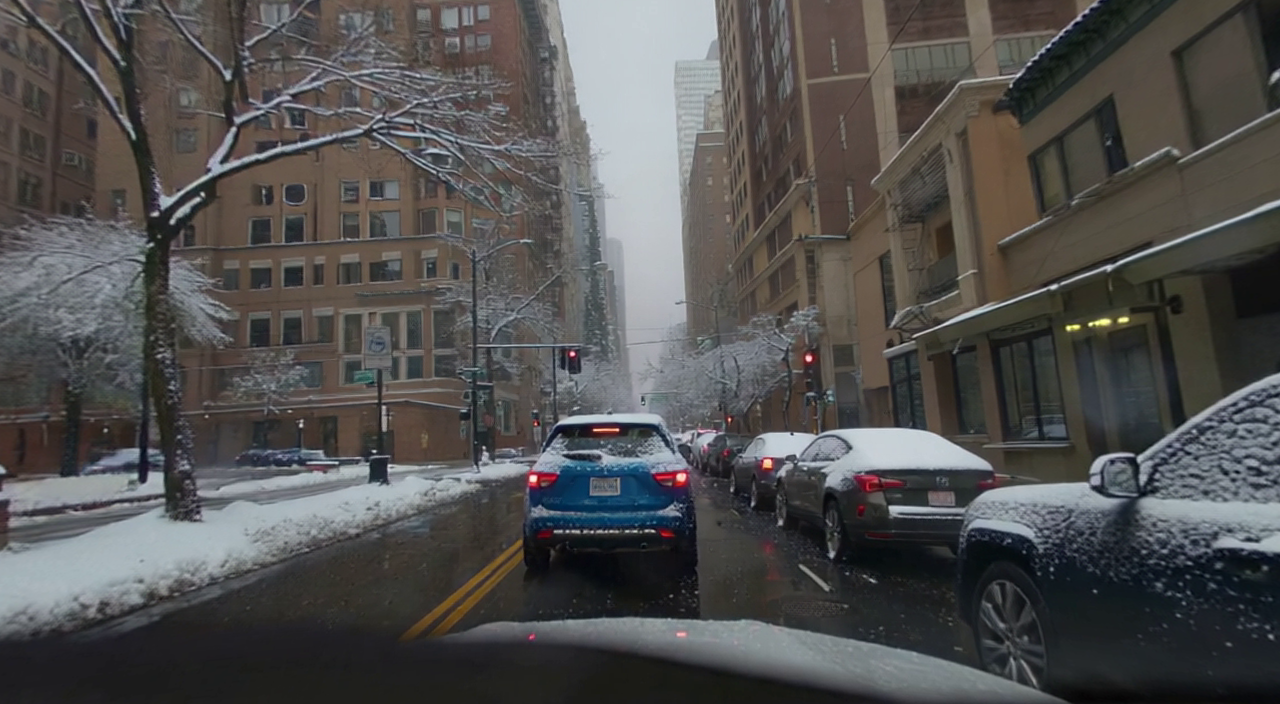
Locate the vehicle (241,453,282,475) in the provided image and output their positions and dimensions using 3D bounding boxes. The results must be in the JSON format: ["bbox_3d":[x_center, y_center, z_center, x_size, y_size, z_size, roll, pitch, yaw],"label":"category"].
[{"bbox_3d":[-27.499,8.111,46.045,1.960,1.459,4.699,4,-9,-24],"label":"vehicle"}]

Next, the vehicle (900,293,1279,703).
[{"bbox_3d":[2.997,0.751,2.253,2.063,1.760,4.664,0,-9,-1],"label":"vehicle"}]

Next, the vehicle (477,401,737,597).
[{"bbox_3d":[-0.337,1.582,7.614,2.249,1.684,4.084,0,-9,-1],"label":"vehicle"}]

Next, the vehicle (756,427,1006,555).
[{"bbox_3d":[3.280,1.989,9.820,1.941,1.482,4.632,0,-9,-2],"label":"vehicle"}]

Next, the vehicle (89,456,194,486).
[{"bbox_3d":[-27.558,6.562,35.159,1.967,1.428,4.832,0,-9,-1],"label":"vehicle"}]
